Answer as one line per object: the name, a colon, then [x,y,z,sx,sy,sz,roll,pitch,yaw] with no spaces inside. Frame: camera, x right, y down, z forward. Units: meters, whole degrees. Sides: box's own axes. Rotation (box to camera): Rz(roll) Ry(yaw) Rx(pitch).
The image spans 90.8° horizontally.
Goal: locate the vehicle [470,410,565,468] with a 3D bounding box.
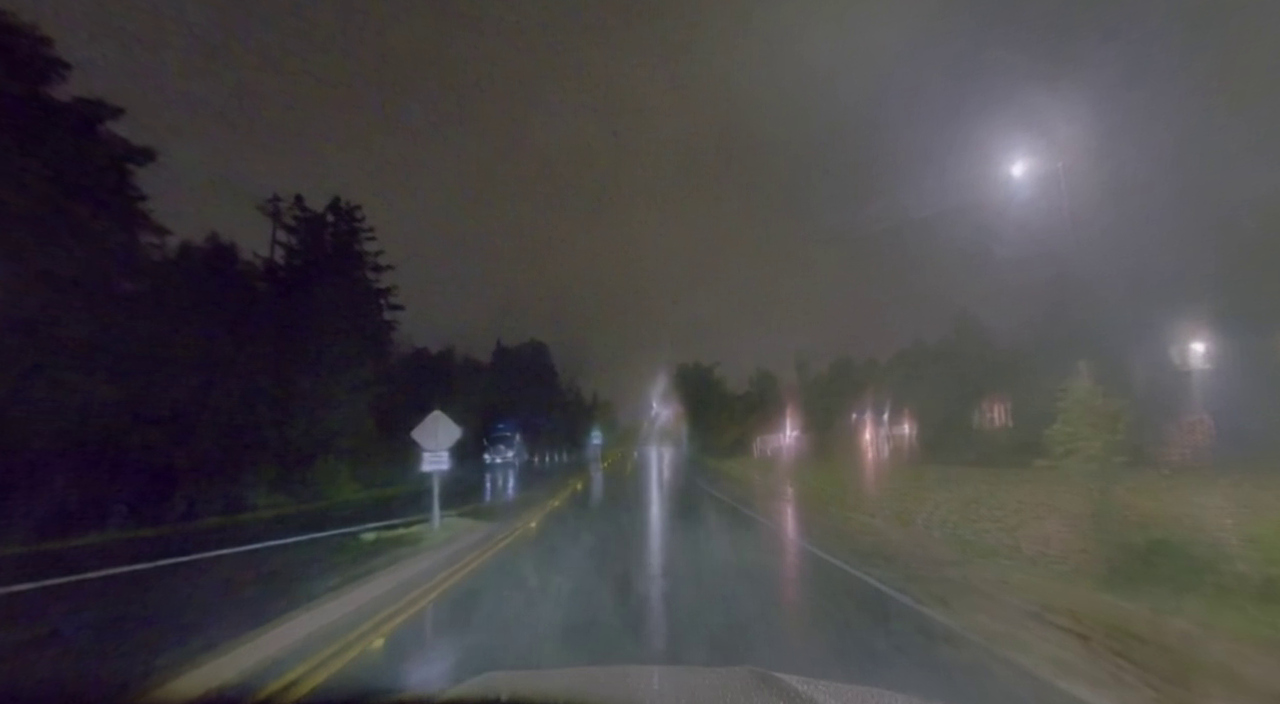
vehicle: [-9.132,6.875,48.580,5.596,3.130,8.972,-3,-14,-1]
